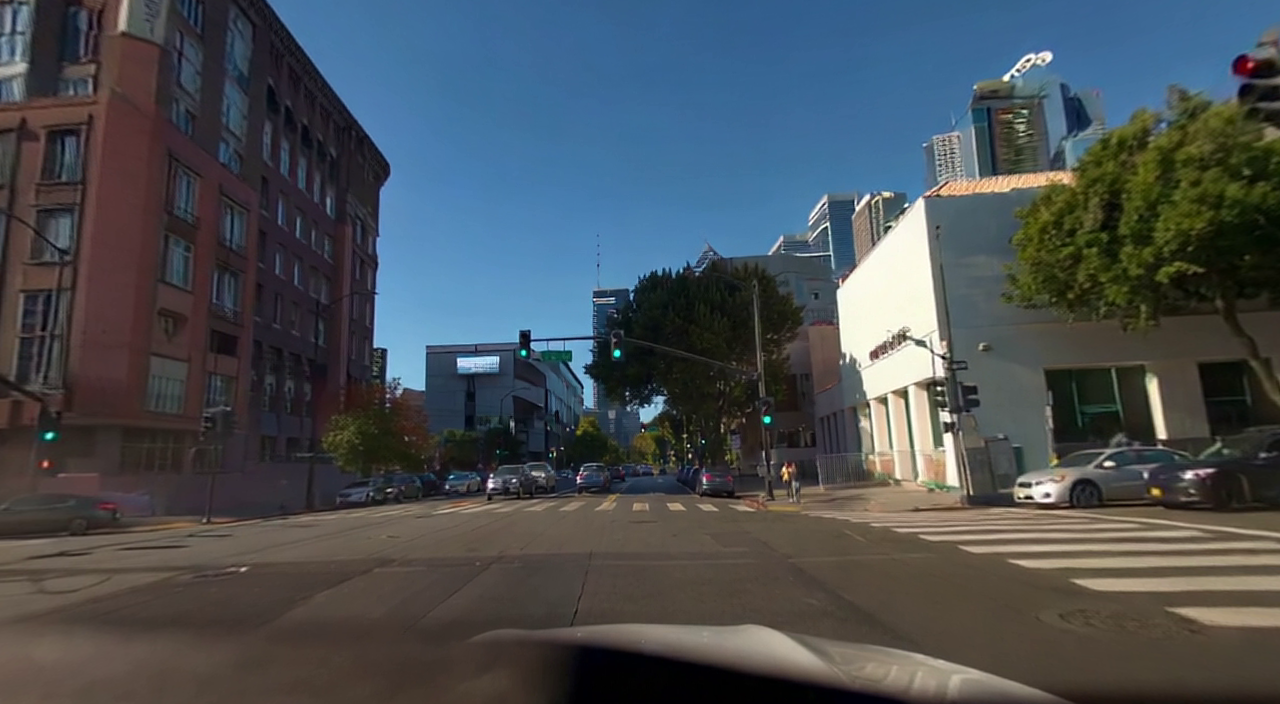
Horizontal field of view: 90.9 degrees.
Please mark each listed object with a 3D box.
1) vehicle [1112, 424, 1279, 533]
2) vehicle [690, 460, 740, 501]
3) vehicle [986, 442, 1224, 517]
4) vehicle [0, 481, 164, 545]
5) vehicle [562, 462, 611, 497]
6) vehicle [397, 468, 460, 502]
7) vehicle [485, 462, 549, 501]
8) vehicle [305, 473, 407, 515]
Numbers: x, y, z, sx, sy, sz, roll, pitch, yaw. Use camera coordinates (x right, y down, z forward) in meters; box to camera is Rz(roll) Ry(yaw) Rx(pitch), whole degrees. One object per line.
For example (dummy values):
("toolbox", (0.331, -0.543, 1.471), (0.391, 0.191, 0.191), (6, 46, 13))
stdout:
("vehicle", (12.822, 2.368, 12.479), (5.004, 1.771, 2.159), (-4, -8, 2))
("vehicle", (3.637, 6.276, 31.088), (1.924, 1.765, 3.954), (0, -9, -1))
("vehicle", (11.360, 3.122, 15.680), (4.288, 1.689, 1.909), (0, -9, 2))
("vehicle", (-16.944, 4.596, 18.244), (1.999, 1.466, 4.535), (-6, -11, 33))
("vehicle", (-2.578, 6.291, 31.345), (1.973, 1.496, 3.713), (0, -9, 2))
("vehicle", (-11.704, 7.367, 35.186), (1.933, 1.628, 3.973), (0, -9, 3))
("vehicle", (-5.579, 5.890, 29.042), (1.942, 1.559, 4.298), (0, -9, 2))
("vehicle", (-12.126, 6.073, 27.330), (1.934, 1.434, 4.636), (-1, -9, 5))
